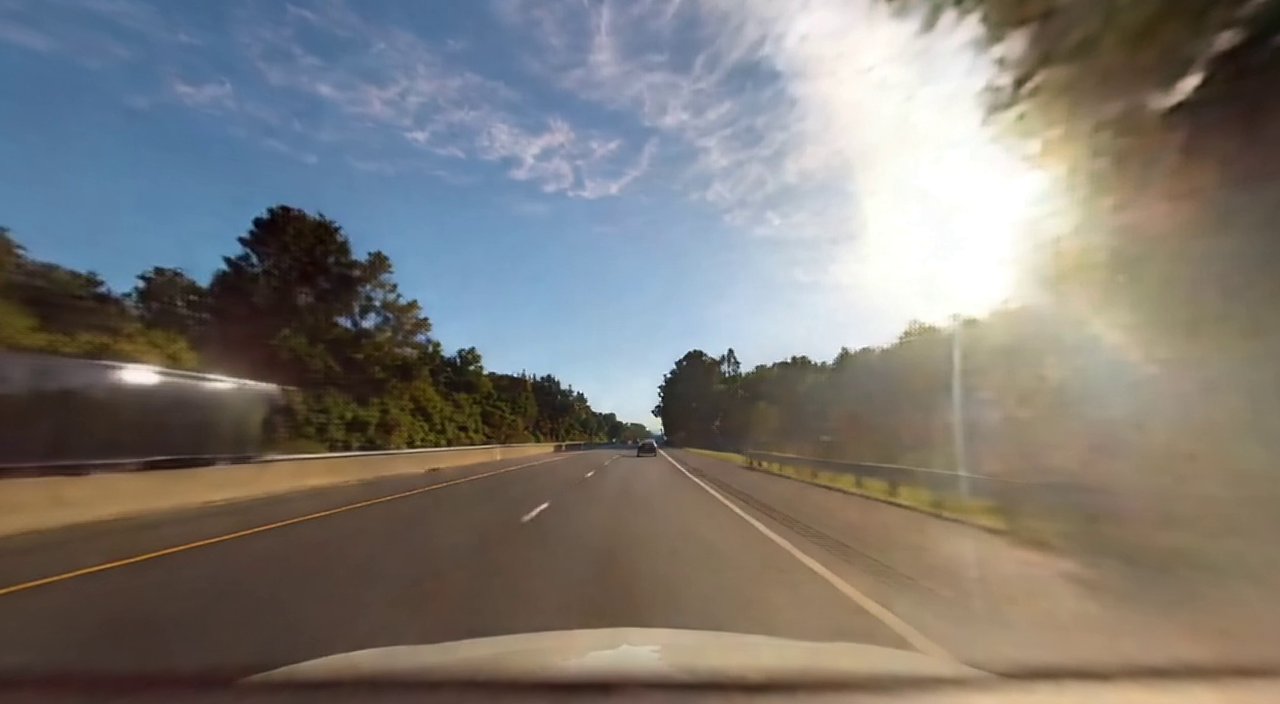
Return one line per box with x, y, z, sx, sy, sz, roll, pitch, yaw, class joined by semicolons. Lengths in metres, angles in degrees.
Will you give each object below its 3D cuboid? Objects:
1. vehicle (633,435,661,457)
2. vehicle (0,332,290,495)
0.546;7.265;48.757;2.058;1.649;3.942;0;-8;0;vehicle
-16.341;2.191;19.824;2.852;3.779;13.435;0;-8;0;vehicle
